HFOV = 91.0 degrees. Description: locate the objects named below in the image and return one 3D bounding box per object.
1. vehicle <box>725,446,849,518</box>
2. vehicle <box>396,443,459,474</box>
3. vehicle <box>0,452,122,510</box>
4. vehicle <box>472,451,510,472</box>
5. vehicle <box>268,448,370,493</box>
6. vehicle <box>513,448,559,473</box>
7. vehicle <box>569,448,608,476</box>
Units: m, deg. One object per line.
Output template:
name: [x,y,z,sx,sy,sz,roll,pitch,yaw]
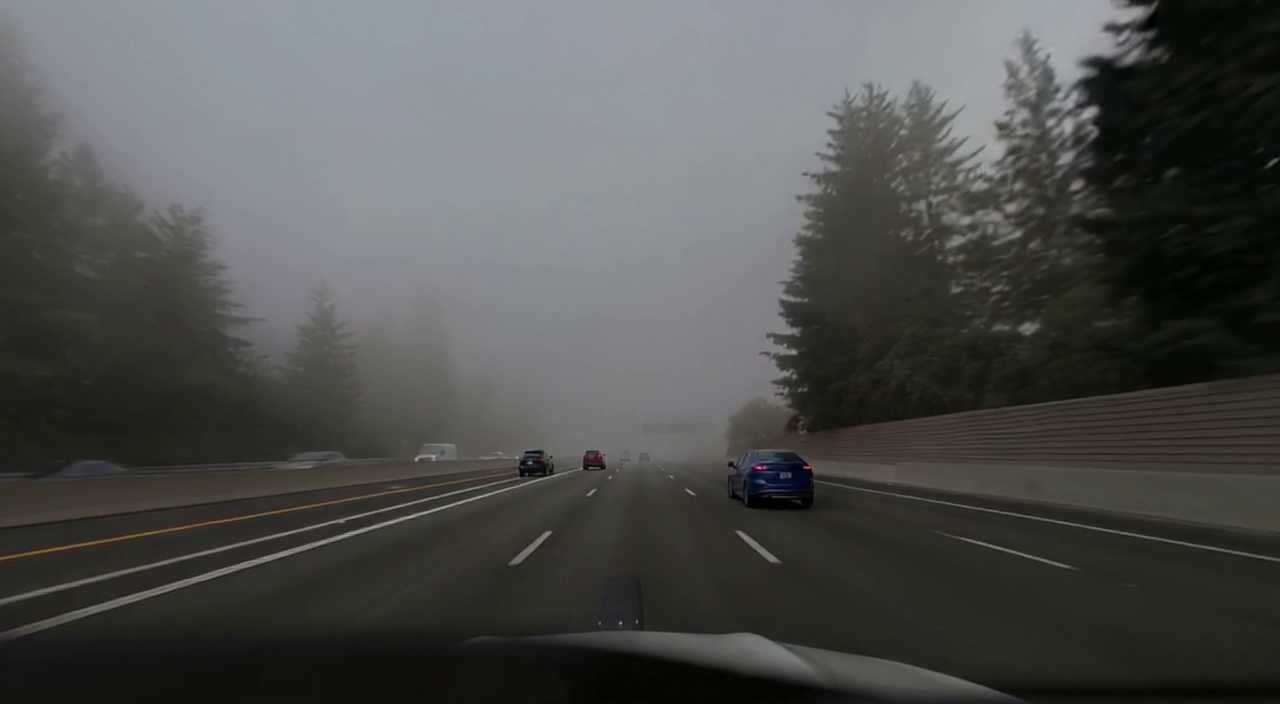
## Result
vehicle: [3.384,3.060,15.388,1.979,1.486,4.125,1,-9,-1]
vehicle: [-14.692,7.371,43.922,2.313,1.980,5.831,1,-9,1]
vehicle: [-18.090,3.700,18.420,1.881,1.508,4.584,0,-9,1]
vehicle: [-11.253,8.249,47.637,1.868,1.435,3.659,1,-9,2]
vehicle: [-11.745,4.327,23.309,1.767,1.457,3.697,1,-9,0]
vehicle: [-6.710,7.046,41.153,2.107,1.541,4.713,1,-9,1]
vehicle: [-3.111,6.791,39.099,2.030,1.563,4.389,1,-9,0]
